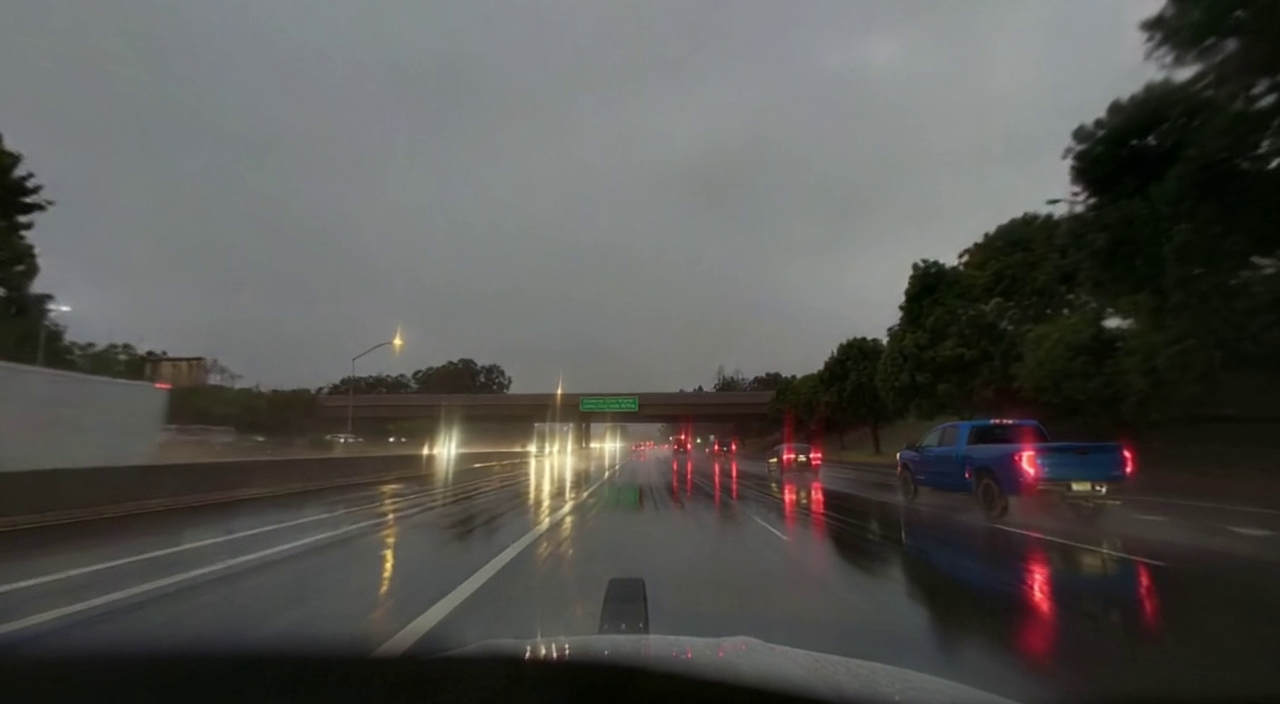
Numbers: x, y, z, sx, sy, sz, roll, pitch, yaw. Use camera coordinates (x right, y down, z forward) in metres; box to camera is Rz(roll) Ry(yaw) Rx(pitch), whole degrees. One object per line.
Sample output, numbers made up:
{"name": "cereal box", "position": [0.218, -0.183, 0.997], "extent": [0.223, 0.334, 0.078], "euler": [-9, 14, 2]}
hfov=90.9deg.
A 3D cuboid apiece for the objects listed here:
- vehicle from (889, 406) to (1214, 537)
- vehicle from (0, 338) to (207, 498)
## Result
{"name": "vehicle", "position": [7.047, 2.127, 12.008], "extent": [2.182, 1.852, 5.926], "euler": [0, -8, 0]}
{"name": "vehicle", "position": [-18.066, 1.763, 16.685], "extent": [3.056, 4.112, 14.213], "euler": [0, -8, 0]}
